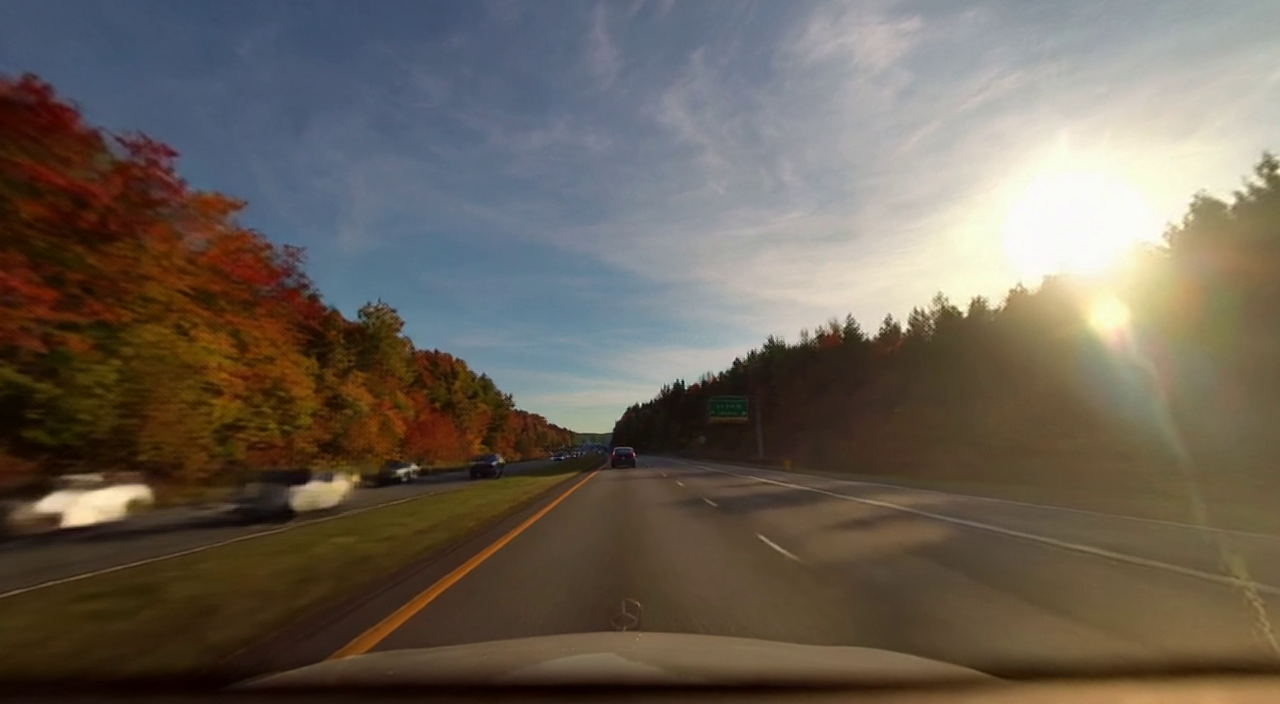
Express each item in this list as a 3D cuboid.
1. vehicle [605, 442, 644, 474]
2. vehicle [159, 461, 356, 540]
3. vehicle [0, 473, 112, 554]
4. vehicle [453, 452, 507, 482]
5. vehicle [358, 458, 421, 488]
[{"bbox_3d":[-0.882,6.160,36.565,2.168,1.705,4.272,0,-9,-1],"label":"vehicle"},{"bbox_3d":[-8.970,3.476,15.312,1.933,1.527,4.642,0,-9,-1],"label":"vehicle"},{"bbox_3d":[-13.570,3.356,13.057,1.845,1.474,3.768,0,-9,-1],"label":"vehicle"},{"bbox_3d":[-9.374,6.755,37.181,2.076,1.635,4.399,0,-9,0],"label":"vehicle"},{"bbox_3d":[-14.390,6.936,36.194,1.935,1.549,4.209,0,-9,-1],"label":"vehicle"}]
